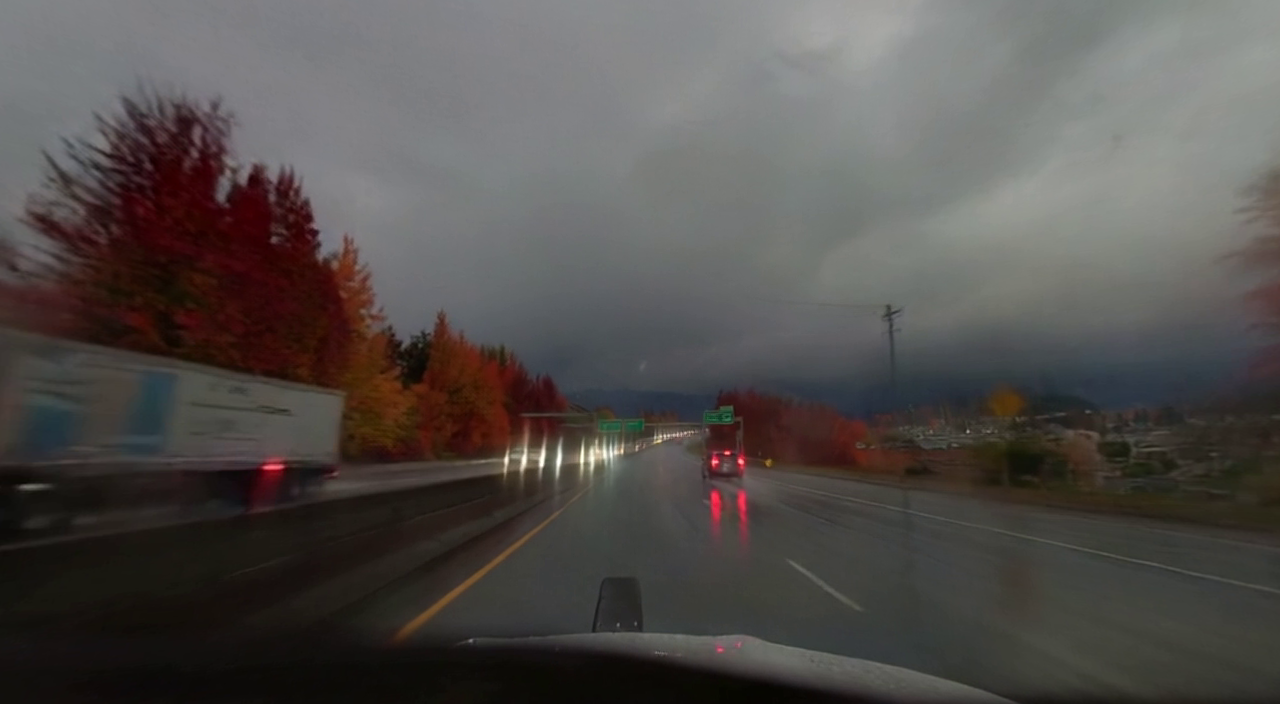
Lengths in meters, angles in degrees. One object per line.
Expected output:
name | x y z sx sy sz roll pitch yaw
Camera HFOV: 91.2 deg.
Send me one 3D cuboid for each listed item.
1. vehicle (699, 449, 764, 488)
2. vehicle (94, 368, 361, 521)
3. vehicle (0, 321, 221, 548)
vehicle | 3.870 5.027 27.408 2.070 1.546 4.648 0 -9 -1
vehicle | -12.904 3.117 21.139 2.861 4.025 8.961 0 -9 -1
vehicle | -12.817 1.585 11.813 3.017 3.962 9.879 0 -9 -1
